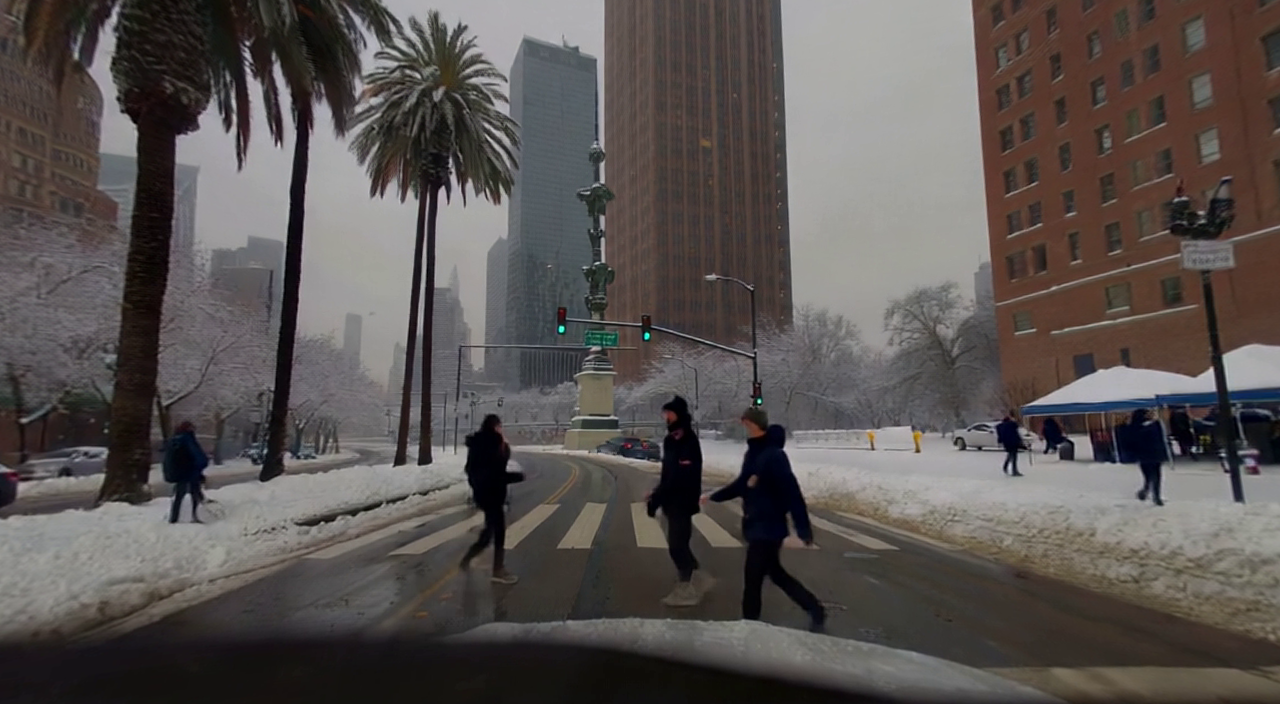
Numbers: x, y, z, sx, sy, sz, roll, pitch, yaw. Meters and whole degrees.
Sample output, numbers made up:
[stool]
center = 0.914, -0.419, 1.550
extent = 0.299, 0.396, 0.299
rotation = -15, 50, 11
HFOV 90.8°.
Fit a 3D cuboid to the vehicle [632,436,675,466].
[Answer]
[vehicle]
center = 0.904, 7.276, 46.556
extent = 2.322, 2.071, 5.366
rotation = 1, -9, -9
